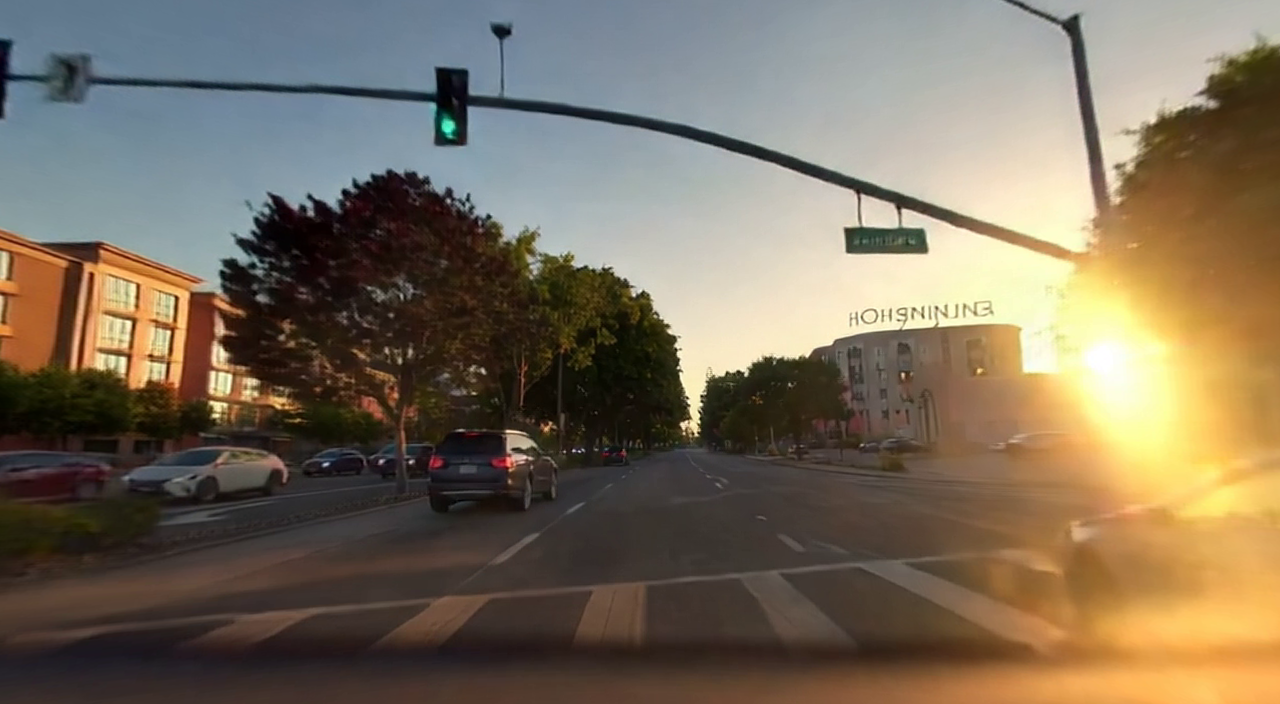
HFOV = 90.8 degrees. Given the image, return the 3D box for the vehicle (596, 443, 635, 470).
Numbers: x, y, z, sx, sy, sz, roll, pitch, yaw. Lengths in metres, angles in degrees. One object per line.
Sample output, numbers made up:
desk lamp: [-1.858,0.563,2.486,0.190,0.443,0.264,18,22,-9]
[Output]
vehicle: [-1.502,6.620,40.257,1.976,1.571,4.649,-1,-9,4]

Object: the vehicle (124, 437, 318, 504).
vehicle: [-11.664,3.312,18.126,2.150,1.627,4.737,-1,-8,3]

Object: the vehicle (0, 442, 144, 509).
vehicle: [-15.090,2.955,15.419,2.079,1.464,4.574,-1,-9,3]

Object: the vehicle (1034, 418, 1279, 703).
vehicle: [4.083,1.013,2.743,1.960,1.471,4.378,0,-8,1]

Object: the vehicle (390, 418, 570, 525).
vehicle: [-3.058,2.445,13.477,2.305,1.833,4.912,-1,-9,3]
